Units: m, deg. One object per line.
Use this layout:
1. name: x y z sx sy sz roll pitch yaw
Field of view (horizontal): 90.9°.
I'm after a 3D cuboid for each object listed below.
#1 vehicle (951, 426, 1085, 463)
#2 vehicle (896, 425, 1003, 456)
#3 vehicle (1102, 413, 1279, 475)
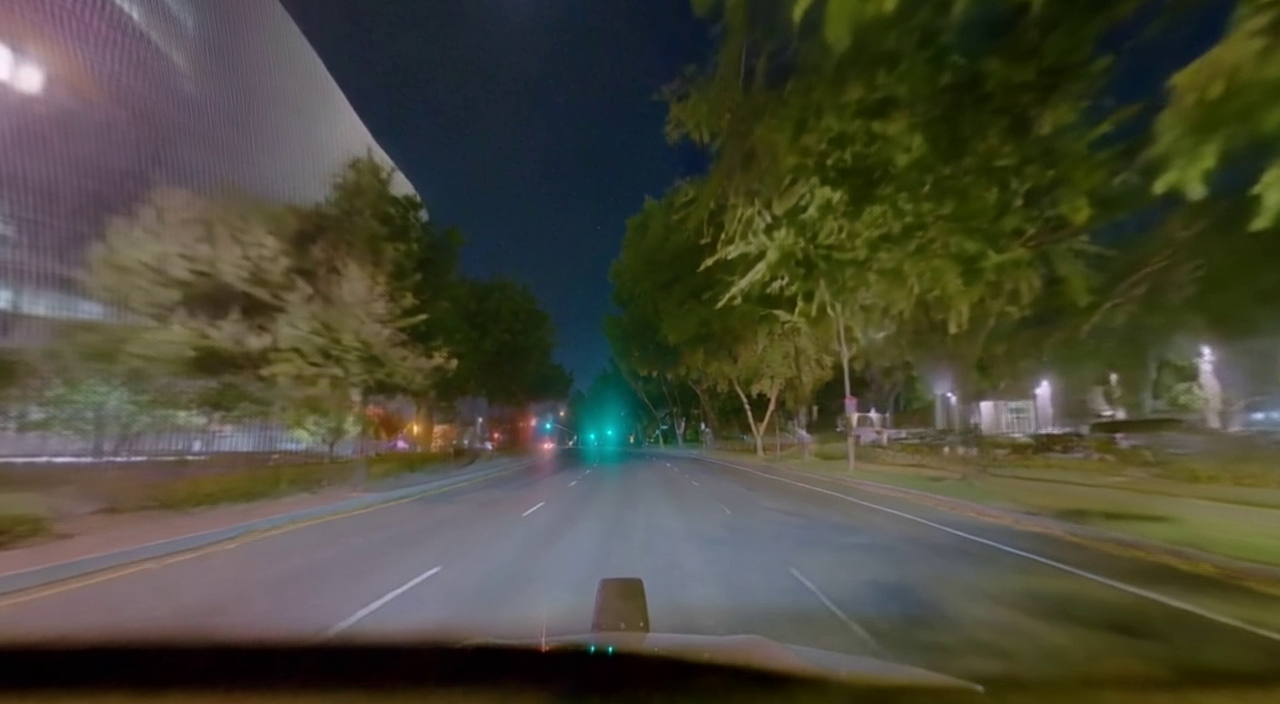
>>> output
1. vehicle: 15.472 3.780 25.995 4.120 1.357 2.170 -2 -6 3
2. vehicle: 16.006 4.601 32.727 4.526 1.517 1.979 1 -8 -5
3. vehicle: 16.647 2.707 18.804 4.230 1.715 2.000 0 -7 -5
